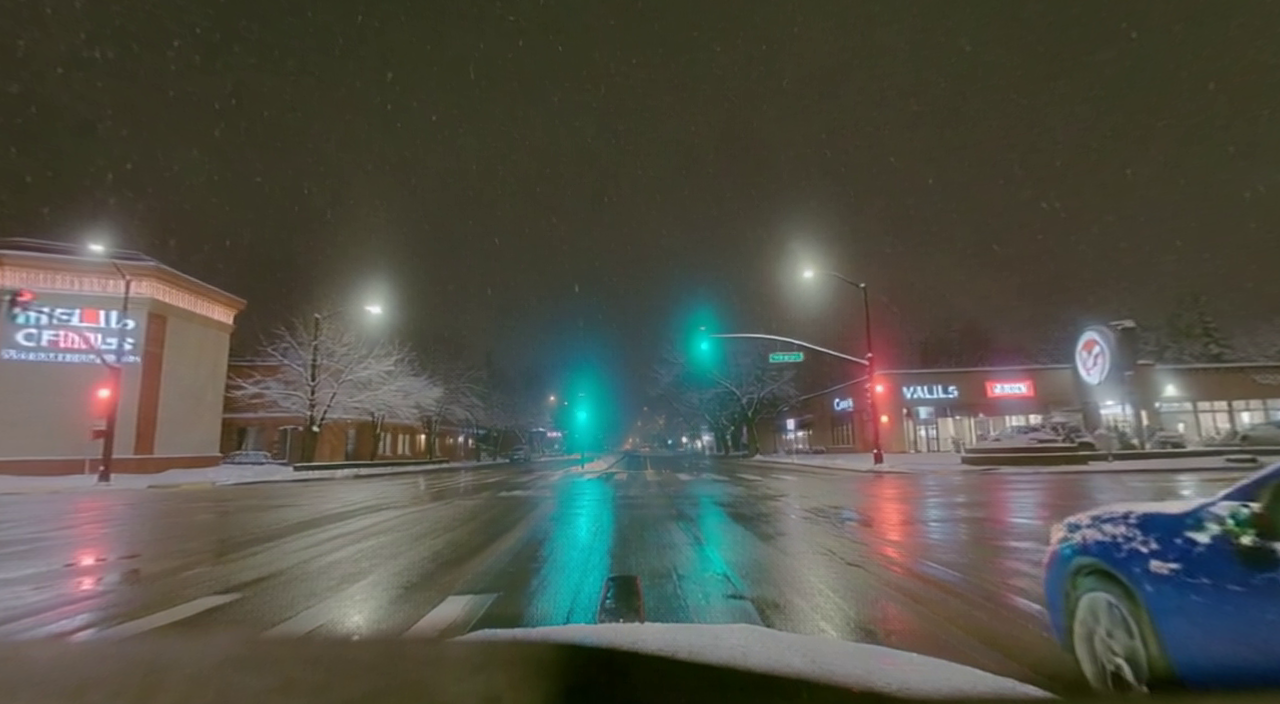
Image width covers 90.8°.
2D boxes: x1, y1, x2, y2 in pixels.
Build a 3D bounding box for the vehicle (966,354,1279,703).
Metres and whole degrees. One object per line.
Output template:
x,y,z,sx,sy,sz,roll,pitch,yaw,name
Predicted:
3.040,0.730,1.311,2.015,1.641,4.995,0,-9,0,vehicle
